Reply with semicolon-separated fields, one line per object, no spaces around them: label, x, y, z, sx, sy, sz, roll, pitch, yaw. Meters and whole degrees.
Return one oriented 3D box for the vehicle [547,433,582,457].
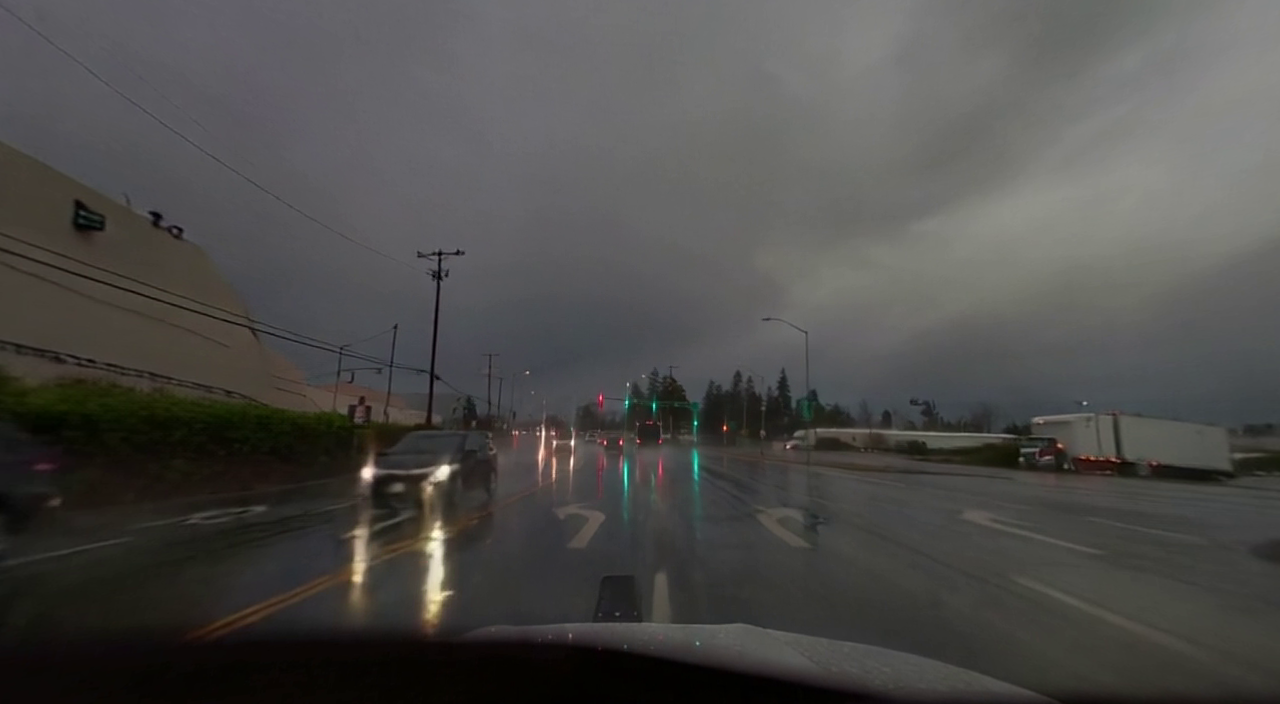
vehicle;-5.043;6.271;42.544;2.003;1.562;3.862;0;-8;-2

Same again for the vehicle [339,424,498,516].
vehicle;-4.166;2.250;12.540;1.727;1.519;3.805;0;-8;0
